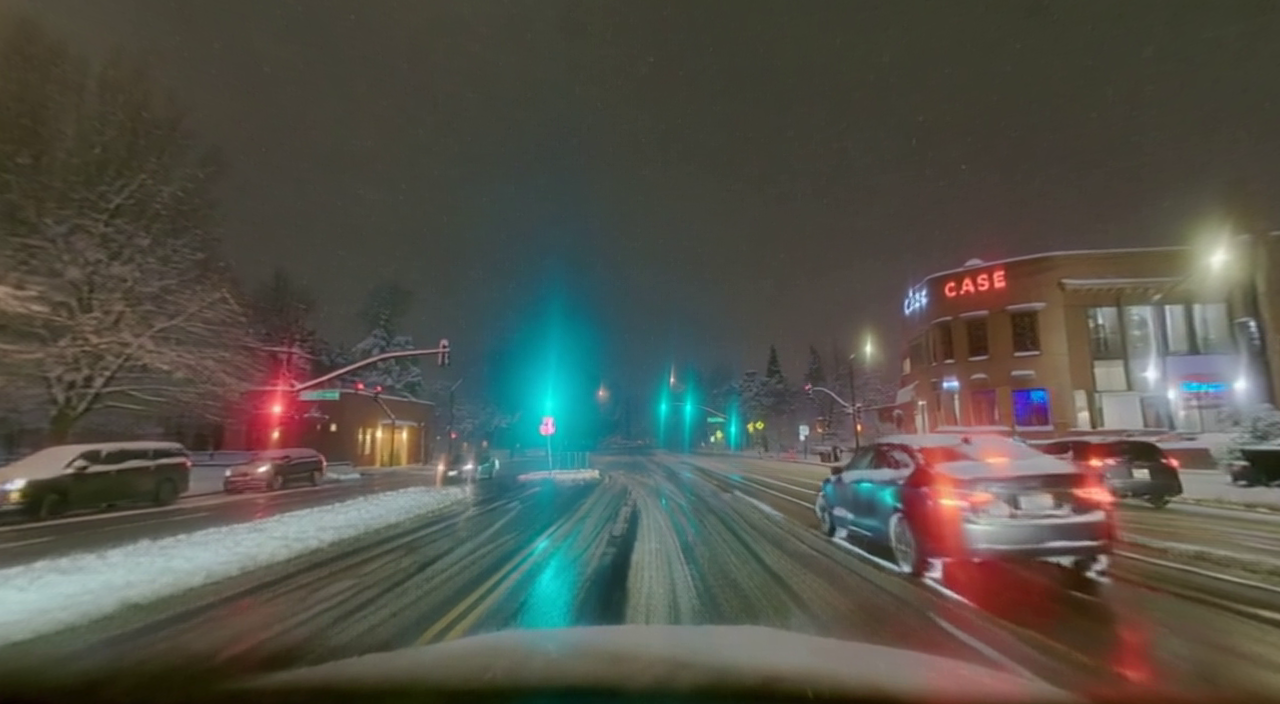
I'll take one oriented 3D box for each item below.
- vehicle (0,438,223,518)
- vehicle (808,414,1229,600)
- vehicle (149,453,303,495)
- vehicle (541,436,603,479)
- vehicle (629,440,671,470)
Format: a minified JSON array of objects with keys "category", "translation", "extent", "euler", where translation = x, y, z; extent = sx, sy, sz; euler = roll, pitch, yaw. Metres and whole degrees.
[{"category":"vehicle","translation":[-15.269,3.508,18.328],"extent":[2.337,1.895,5.872],"euler":[0,-8,-1]},{"category":"vehicle","translation":[3.794,1.649,7.733],"extent":[2.109,1.510,4.927],"euler":[0,-8,0]},{"category":"vehicle","translation":[-15.804,4.657,24.232],"extent":[4.481,1.455,2.068],"euler":[-1,-8,2]},{"category":"vehicle","translation":[-2.802,4.475,27.054],"extent":[2.057,1.678,4.639],"euler":[-1,-8,1]},{"category":"vehicle","translation":[0.510,5.383,33.210],"extent":[2.059,1.477,3.988],"euler":[0,-8,0]}]
